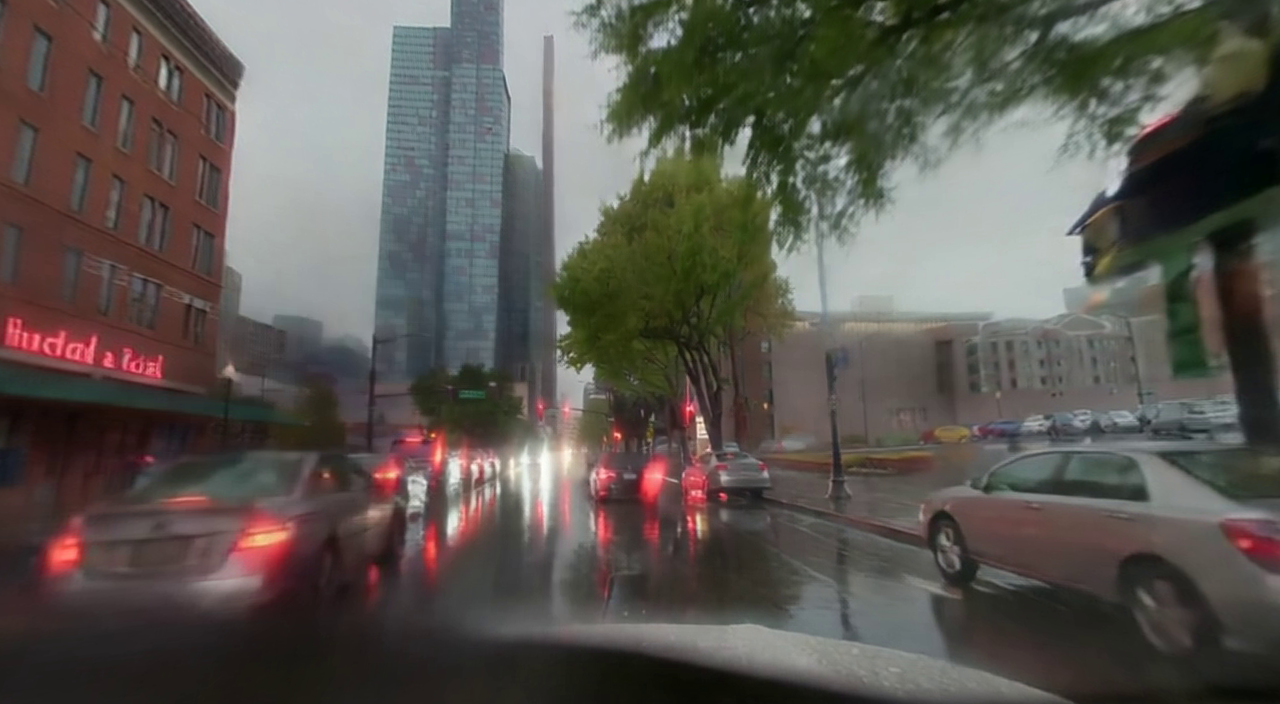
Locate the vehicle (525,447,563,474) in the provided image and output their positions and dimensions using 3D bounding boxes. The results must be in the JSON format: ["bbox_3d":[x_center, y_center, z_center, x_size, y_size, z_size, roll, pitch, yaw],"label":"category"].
[{"bbox_3d":[-5.707,6.437,37.627,2.102,1.521,4.078,1,-9,-8],"label":"vehicle"}]

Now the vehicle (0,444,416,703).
[{"bbox_3d":[-3.330,1.516,5.389,2.169,1.427,4.531,2,-9,-14],"label":"vehicle"}]

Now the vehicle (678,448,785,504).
[{"bbox_3d":[2.609,3.677,19.241,1.956,1.446,4.537,1,-9,-9],"label":"vehicle"}]

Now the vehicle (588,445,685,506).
[{"bbox_3d":[-0.263,3.337,17.592,2.150,1.464,4.467,1,-9,-8],"label":"vehicle"}]

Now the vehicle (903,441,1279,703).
[{"bbox_3d":[4.208,1.561,5.360,1.986,1.555,3.879,1,-9,-5],"label":"vehicle"}]
